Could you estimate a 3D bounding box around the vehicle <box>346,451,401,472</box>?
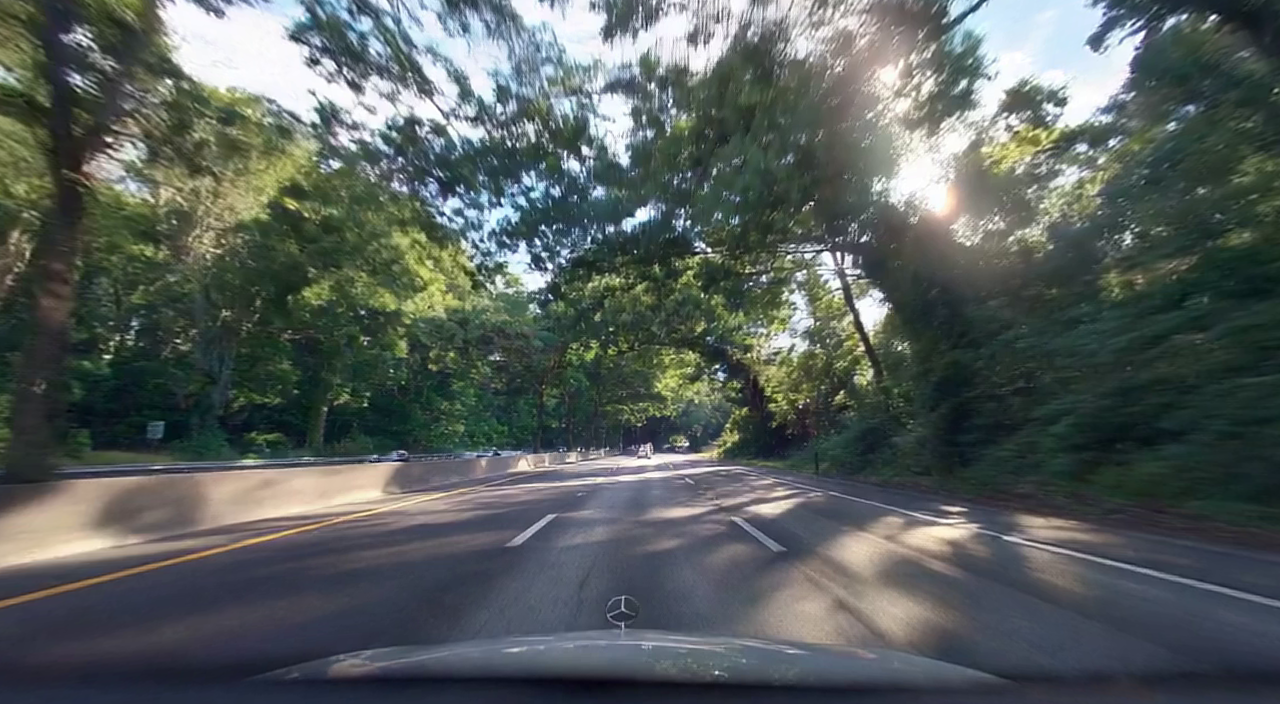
[{"bbox_3d":[-18.561,7.627,44.100,1.789,1.421,4.459,0,-9,1],"label":"vehicle"}]
